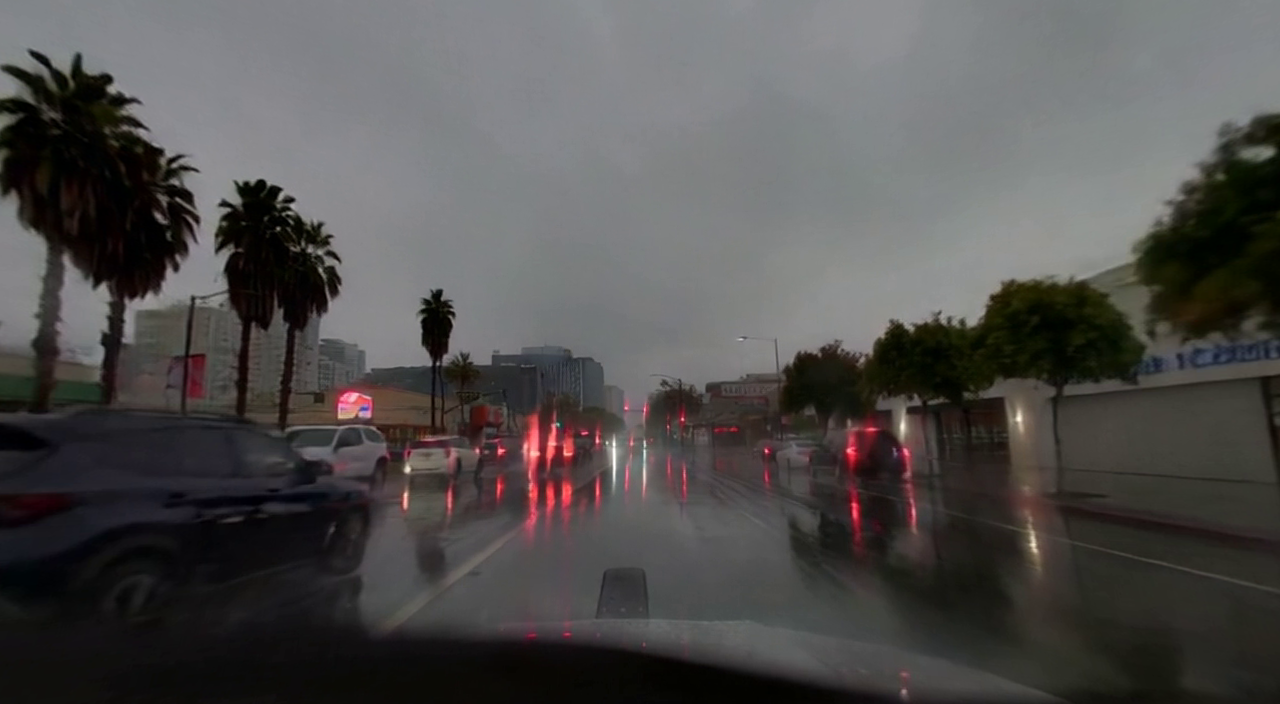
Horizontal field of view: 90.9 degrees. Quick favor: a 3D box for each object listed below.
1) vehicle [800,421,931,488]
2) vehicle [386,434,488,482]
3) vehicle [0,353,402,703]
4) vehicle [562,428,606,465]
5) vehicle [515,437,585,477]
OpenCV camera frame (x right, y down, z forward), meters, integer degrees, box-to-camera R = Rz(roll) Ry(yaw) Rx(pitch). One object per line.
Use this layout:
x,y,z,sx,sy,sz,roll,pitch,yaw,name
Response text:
7.377,3.454,21.487,2.256,1.936,5.838,0,-9,0,vehicle
-6.962,3.679,22.179,2.071,1.501,4.339,0,-9,1,vehicle
-3.618,1.125,4.699,2.024,1.636,4.121,0,-9,1,vehicle
-3.246,5.589,37.334,2.158,2.040,4.511,0,-9,0,vehicle
-3.496,4.197,25.474,2.044,1.462,4.624,0,-9,1,vehicle
